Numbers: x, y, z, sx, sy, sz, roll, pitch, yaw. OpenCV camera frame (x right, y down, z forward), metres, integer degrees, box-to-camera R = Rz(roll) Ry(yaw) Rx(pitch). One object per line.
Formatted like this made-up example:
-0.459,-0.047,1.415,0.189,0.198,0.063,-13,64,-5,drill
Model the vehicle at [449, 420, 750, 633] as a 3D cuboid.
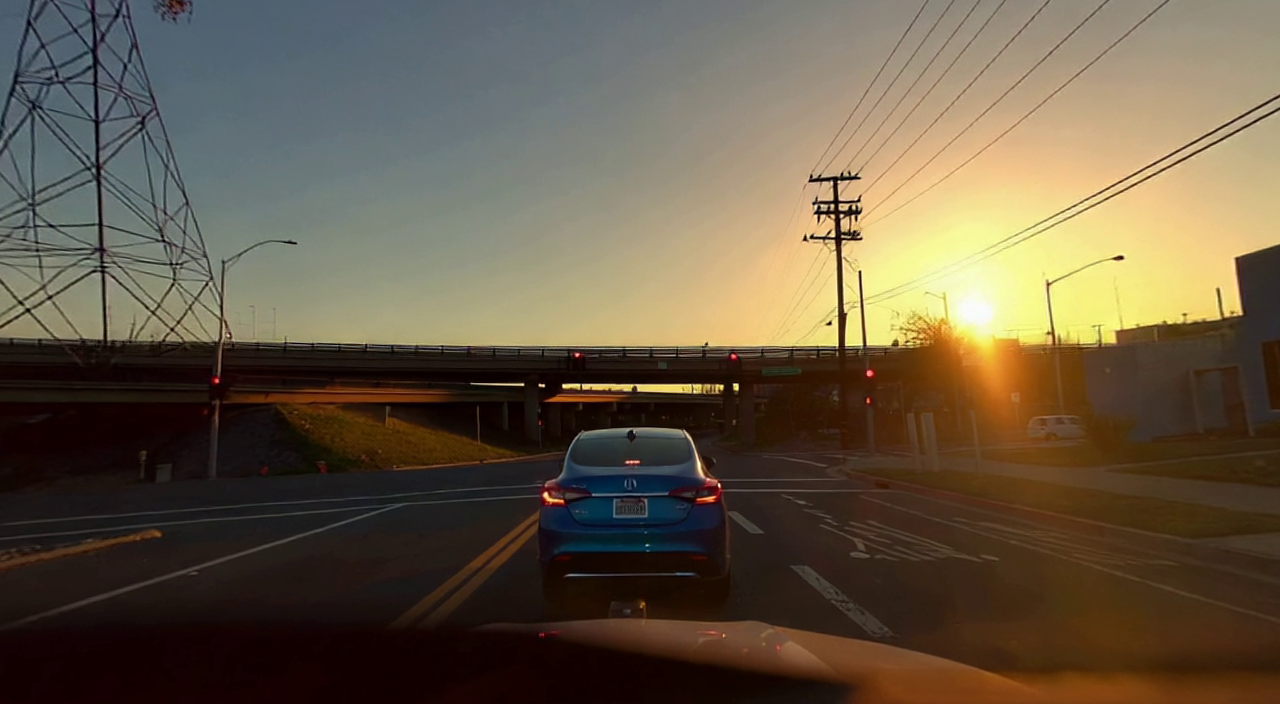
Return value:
-0.248,1.525,6.462,2.090,1.458,4.033,-1,-9,1,vehicle
